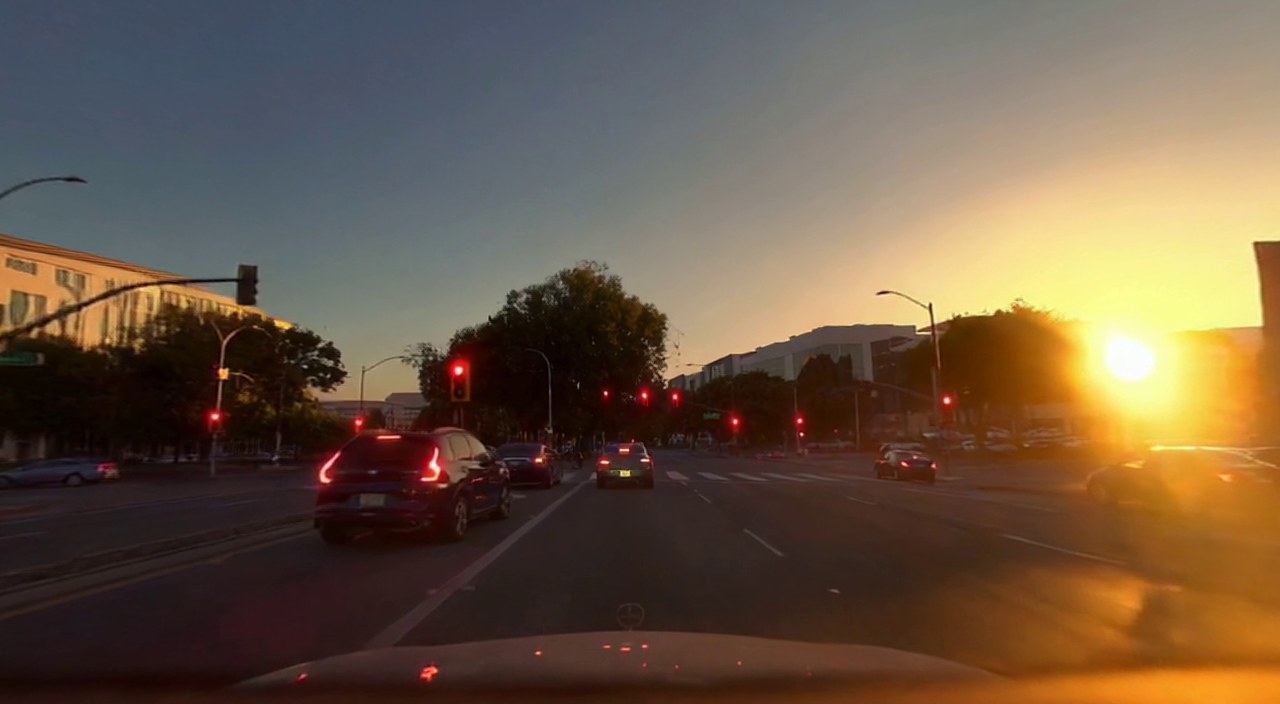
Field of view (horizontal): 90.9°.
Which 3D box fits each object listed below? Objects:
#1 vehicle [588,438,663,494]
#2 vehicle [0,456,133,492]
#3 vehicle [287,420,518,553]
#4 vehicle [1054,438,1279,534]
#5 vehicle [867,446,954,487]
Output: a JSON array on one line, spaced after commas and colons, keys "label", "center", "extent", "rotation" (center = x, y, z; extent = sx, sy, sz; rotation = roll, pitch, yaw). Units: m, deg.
[{"label": "vehicle", "center": [-0.442, 3.414, 19.250], "extent": [2.059, 1.477, 3.988], "rotation": [0, -8, -1]}, {"label": "vehicle", "center": [-26.683, 5.588, 29.125], "extent": [4.687, 1.482, 1.914], "rotation": [5, -10, -30]}, {"label": "vehicle", "center": [-3.499, 2.075, 10.475], "extent": [2.057, 1.678, 4.639], "rotation": [0, -8, 0]}, {"label": "vehicle", "center": [10.312, 2.395, 11.966], "extent": [1.936, 1.474, 4.331], "rotation": [0, -8, 0]}, {"label": "vehicle", "center": [11.149, 4.721, 26.326], "extent": [1.935, 1.435, 4.141], "rotation": [3, -8, 1]}]
